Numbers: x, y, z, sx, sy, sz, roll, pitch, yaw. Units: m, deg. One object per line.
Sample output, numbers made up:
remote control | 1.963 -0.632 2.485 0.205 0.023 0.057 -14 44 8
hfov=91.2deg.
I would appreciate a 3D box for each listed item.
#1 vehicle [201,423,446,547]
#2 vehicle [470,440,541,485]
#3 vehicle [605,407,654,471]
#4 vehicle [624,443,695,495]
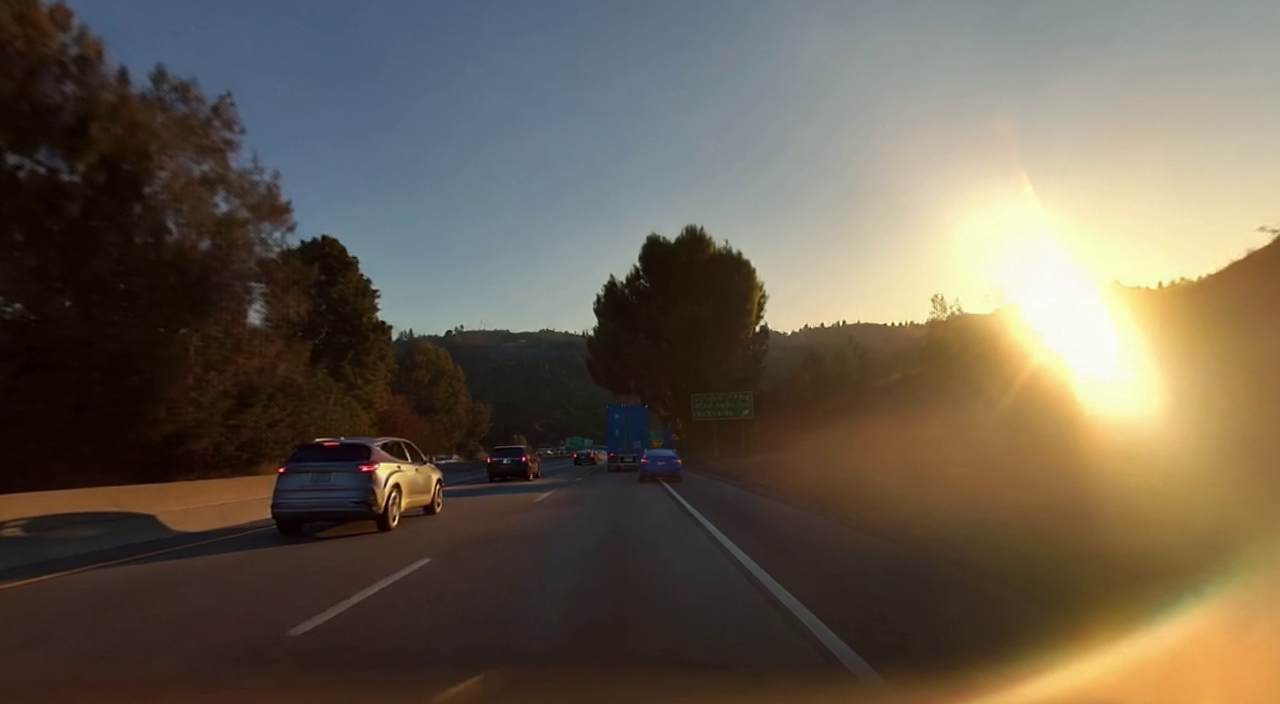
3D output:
vehicle | -5.021 2.157 10.775 2.100 1.671 4.105 0 -9 -1
vehicle | -5.368 4.467 25.549 2.035 1.664 4.064 0 -9 -1
vehicle | -0.916 6.380 45.525 3.113 4.066 10.786 0 -9 -3
vehicle | 0.525 3.748 20.474 2.026 1.489 4.045 0 -9 -2
